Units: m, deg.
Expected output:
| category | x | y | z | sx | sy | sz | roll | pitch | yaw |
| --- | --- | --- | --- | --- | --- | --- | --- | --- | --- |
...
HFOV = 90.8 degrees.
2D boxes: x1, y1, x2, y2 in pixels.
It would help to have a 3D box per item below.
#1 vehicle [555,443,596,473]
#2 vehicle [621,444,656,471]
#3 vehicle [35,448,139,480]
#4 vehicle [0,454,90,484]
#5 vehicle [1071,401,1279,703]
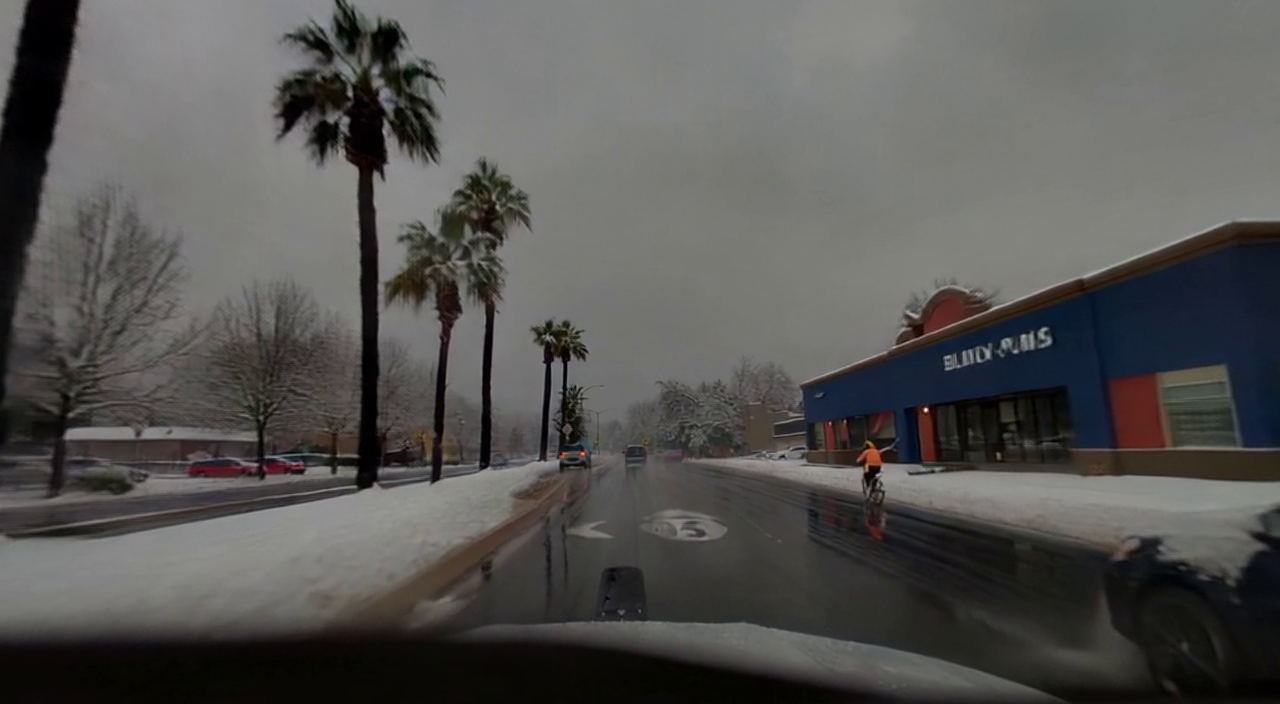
| category | x | y | z | sx | sy | sz | roll | pitch | yaw |
| --- | --- | --- | --- | --- | --- | --- | --- | --- | --- |
| vehicle | -3.980 | 6.605 | 39.615 | 2.071 | 1.744 | 4.500 | 0 | -9 | 0 |
| vehicle | -0.132 | 6.668 | 40.074 | 2.102 | 1.653 | 3.698 | 0 | -9 | -1 |
| vehicle | -34.955 | 7.064 | 40.035 | 4.377 | 1.951 | 2.245 | 0 | -9 | 0 |
| vehicle | -35.295 | 6.837 | 36.941 | 4.274 | 1.625 | 2.070 | 0 | -9 | 2 |
| vehicle | 3.675 | 0.790 | 1.470 | 2.090 | 1.503 | 4.566 | 0 | -9 | 0 |
